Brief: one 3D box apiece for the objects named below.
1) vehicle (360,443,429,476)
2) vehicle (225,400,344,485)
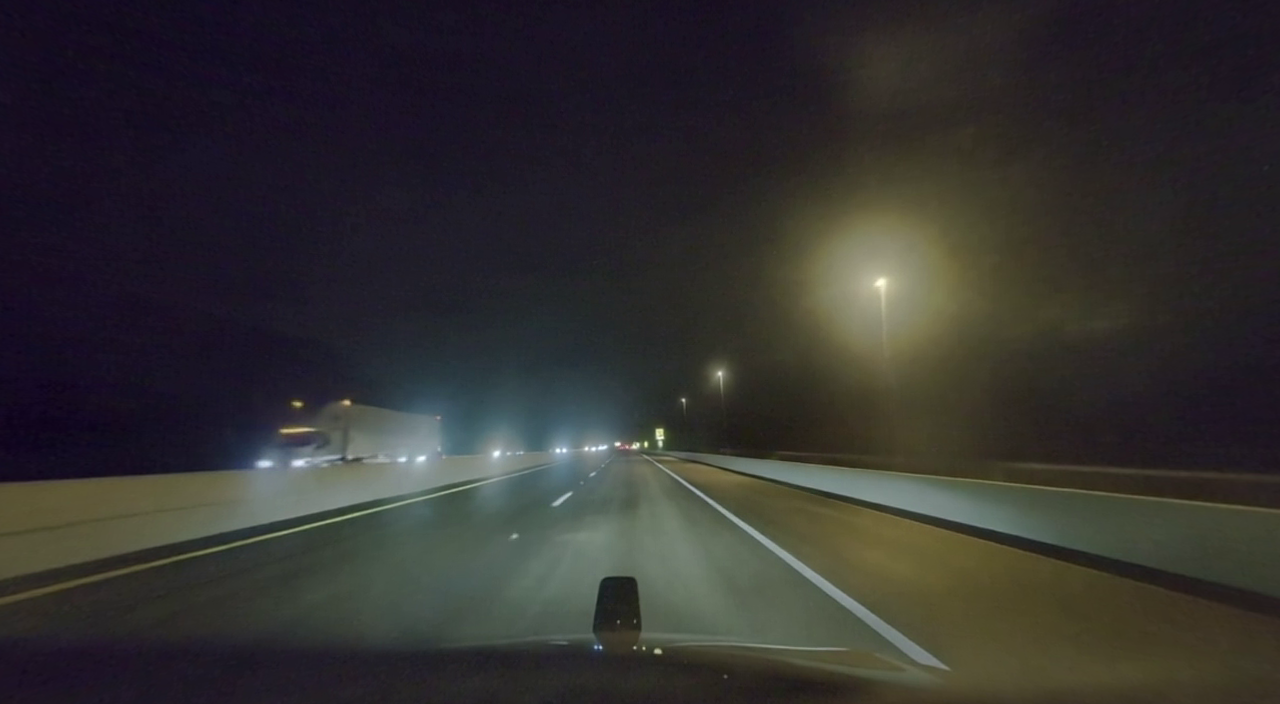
[{"bbox_3d":[-13.270,5.831,34.215,2.073,1.645,4.557,0,-9,-2],"label":"vehicle"},{"bbox_3d":[-17.380,4.477,31.006,3.086,3.874,4.427,0,-9,-1],"label":"vehicle"}]
